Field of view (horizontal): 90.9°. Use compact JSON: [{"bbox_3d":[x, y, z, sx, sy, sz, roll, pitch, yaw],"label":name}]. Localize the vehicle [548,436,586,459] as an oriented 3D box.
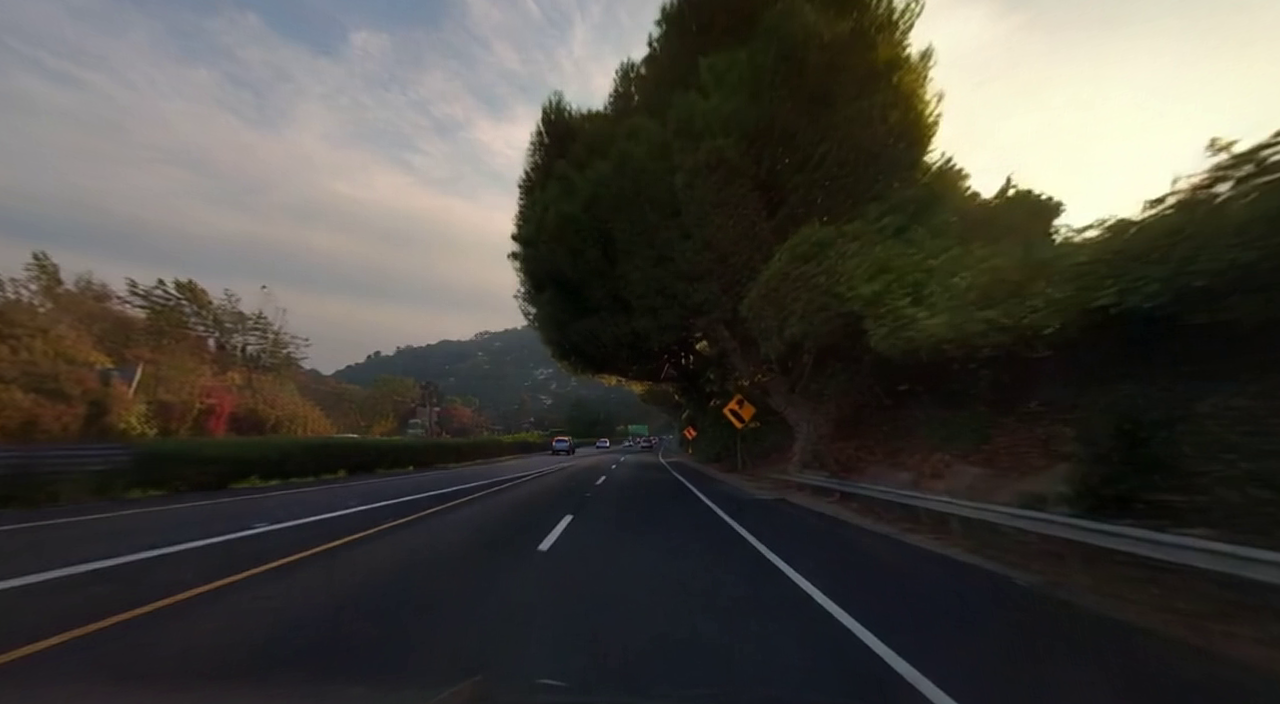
[{"bbox_3d":[-5.356,7.059,46.777,2.141,1.612,3.998,0,-8,3],"label":"vehicle"}]
